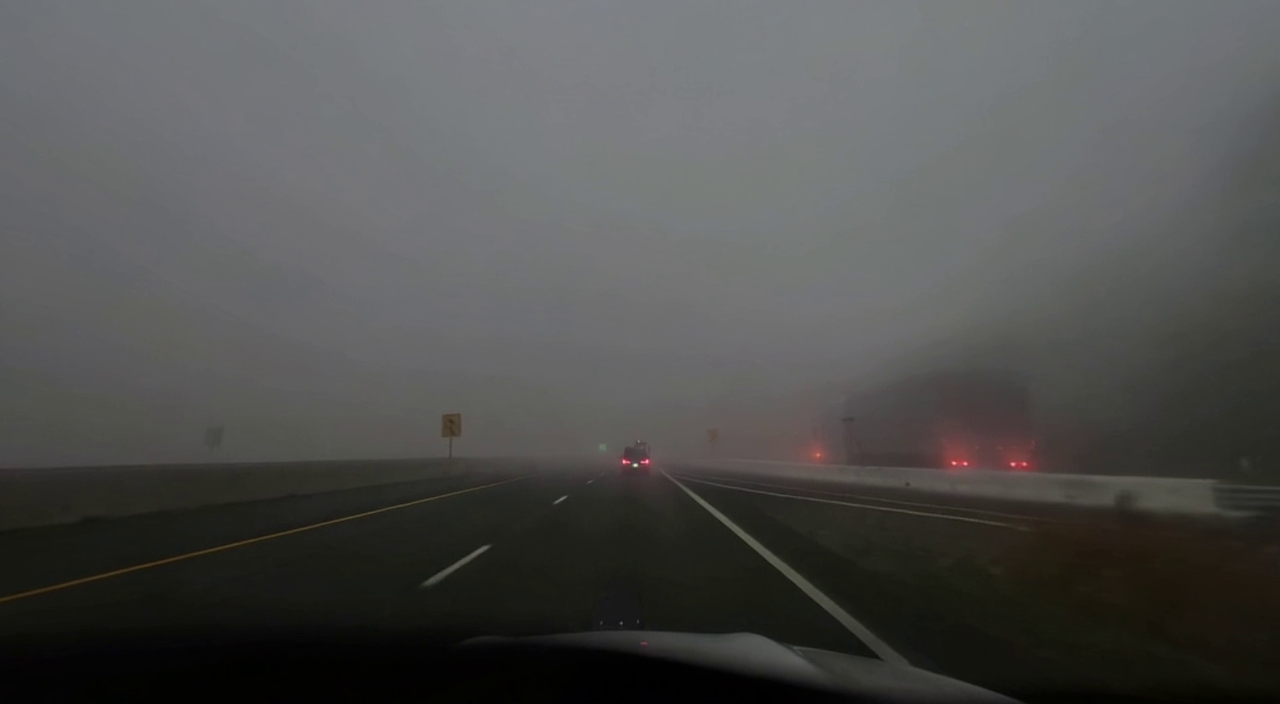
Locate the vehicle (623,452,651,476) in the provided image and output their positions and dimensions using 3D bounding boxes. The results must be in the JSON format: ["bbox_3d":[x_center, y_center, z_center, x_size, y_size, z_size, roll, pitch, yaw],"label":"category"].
[{"bbox_3d":[-0.146,6.948,39.356,1.695,1.437,3.506,0,-9,1],"label":"vehicle"}]
